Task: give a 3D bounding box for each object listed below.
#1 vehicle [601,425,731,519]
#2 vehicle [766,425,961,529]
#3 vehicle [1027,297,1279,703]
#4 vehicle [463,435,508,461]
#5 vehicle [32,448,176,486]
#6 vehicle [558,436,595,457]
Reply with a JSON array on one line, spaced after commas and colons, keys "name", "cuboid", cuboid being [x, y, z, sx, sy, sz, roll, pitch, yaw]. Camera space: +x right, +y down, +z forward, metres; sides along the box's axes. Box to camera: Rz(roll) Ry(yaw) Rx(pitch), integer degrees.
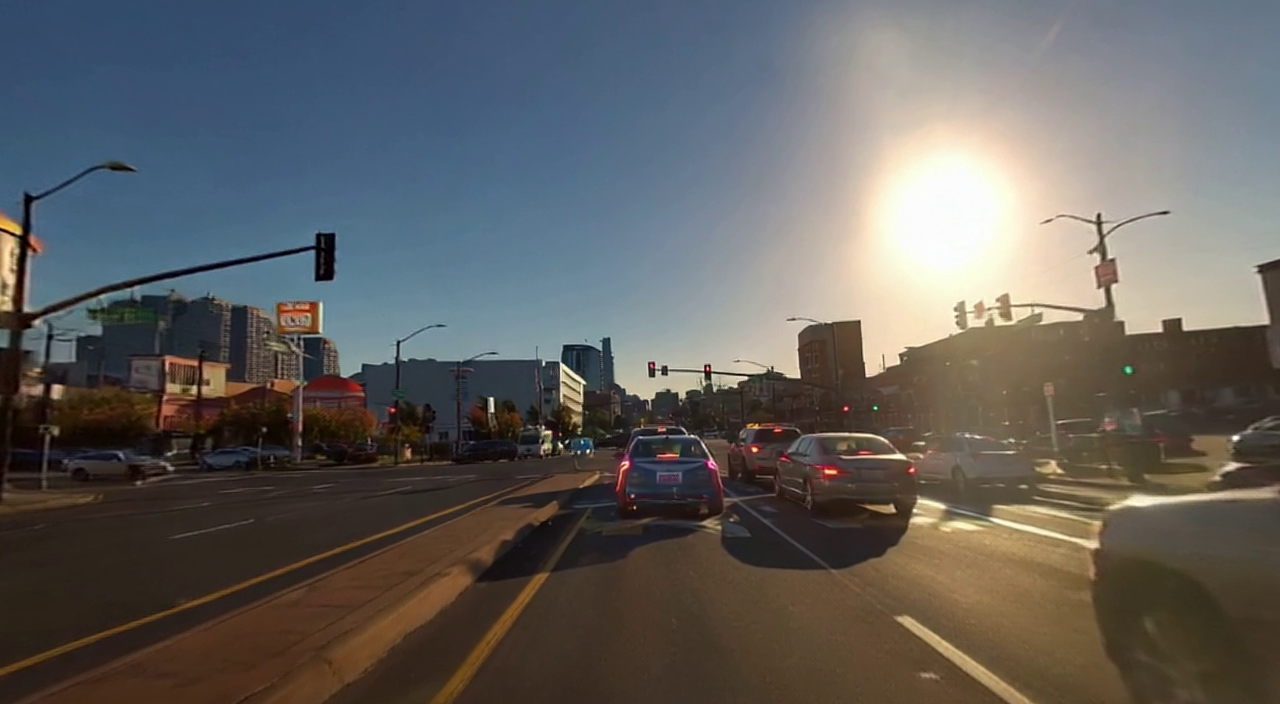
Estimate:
[{"name": "vehicle", "cuboid": [0.398, 2.218, 12.129, 2.073, 1.496, 3.892, 0, -8, -1]}, {"name": "vehicle", "cuboid": [3.691, 2.144, 11.431, 1.883, 1.480, 4.489, 0, -8, 0]}, {"name": "vehicle", "cuboid": [3.122, 0.544, 0.874, 2.038, 1.787, 4.946, 0, -8, 1]}, {"name": "vehicle", "cuboid": [-11.519, 7.187, 47.378, 2.122, 1.829, 4.559, 0, -8, 1]}, {"name": "vehicle", "cuboid": [-25.948, 5.564, 30.733, 4.833, 1.701, 2.077, 2, -9, -12]}, {"name": "vehicle", "cuboid": [-4.795, 7.257, 48.361, 2.200, 1.480, 4.292, 0, -8, 2]}]
